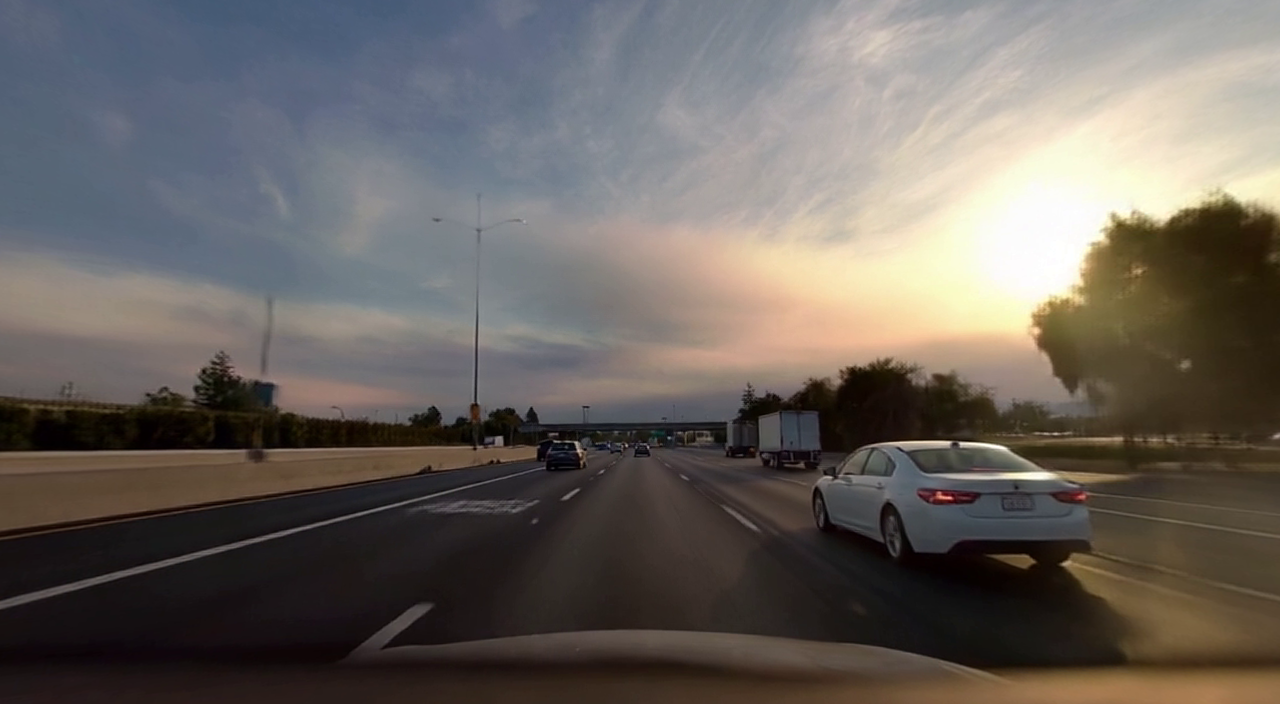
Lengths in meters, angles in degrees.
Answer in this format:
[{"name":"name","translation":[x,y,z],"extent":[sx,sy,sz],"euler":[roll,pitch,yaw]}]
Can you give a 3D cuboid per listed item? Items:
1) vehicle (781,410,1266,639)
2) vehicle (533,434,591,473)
[{"name":"vehicle","translation":[3.193,1.547,6.865],"extent":[2.107,1.550,4.949],"euler":[0,-8,-1]},{"name":"vehicle","translation":[-3.718,4.952,30.911],"extent":[2.193,1.746,4.512],"euler":[0,-8,1]}]
